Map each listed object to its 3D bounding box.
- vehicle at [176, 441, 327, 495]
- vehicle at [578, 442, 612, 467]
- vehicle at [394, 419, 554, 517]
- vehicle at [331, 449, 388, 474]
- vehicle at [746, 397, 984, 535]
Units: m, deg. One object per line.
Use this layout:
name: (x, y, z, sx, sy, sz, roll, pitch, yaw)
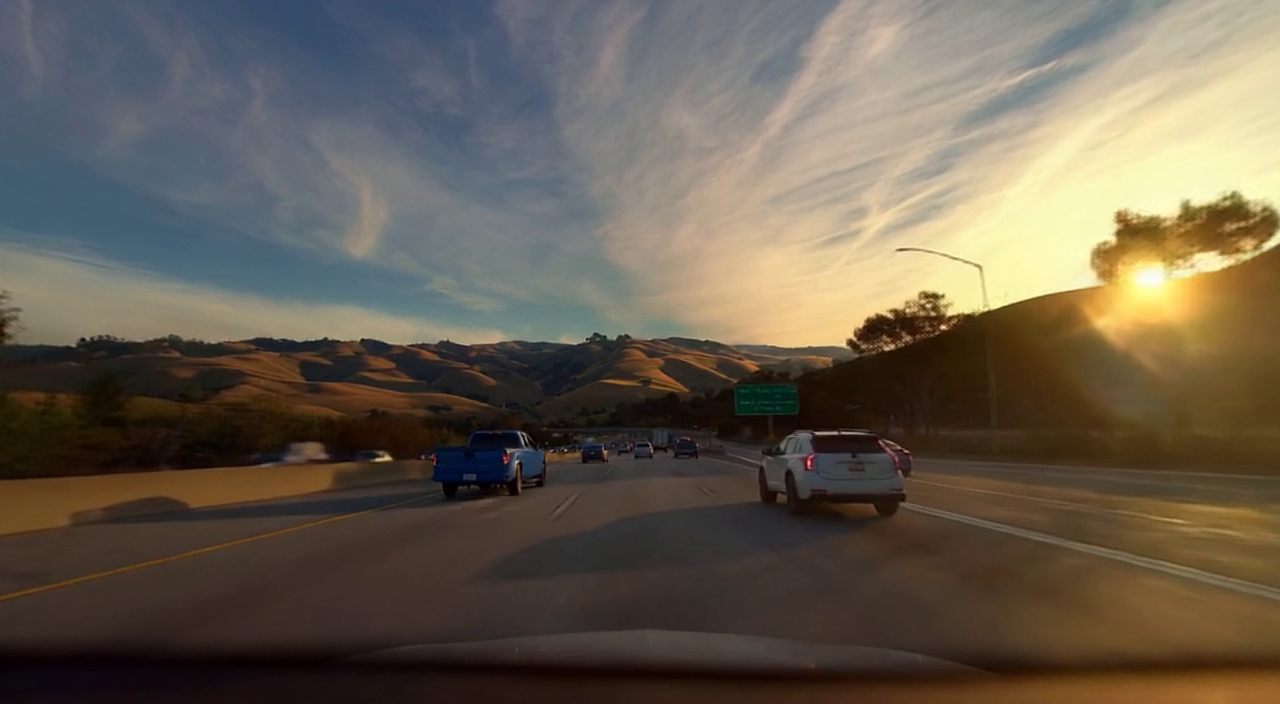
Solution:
vehicle: (-13.590, 4.064, 22.565, 2.121, 1.686, 5.007, -1, -8, 1)
vehicle: (-3.385, 7.753, 47.894, 2.235, 1.785, 4.386, 0, -8, 1)
vehicle: (-3.570, 2.619, 14.795, 2.227, 1.853, 5.161, -1, -8, 1)
vehicle: (-20.427, 7.966, 46.169, 1.919, 1.673, 4.612, 0, -9, 1)
vehicle: (3.687, 2.043, 11.885, 2.424, 1.952, 5.611, 0, -8, 0)
